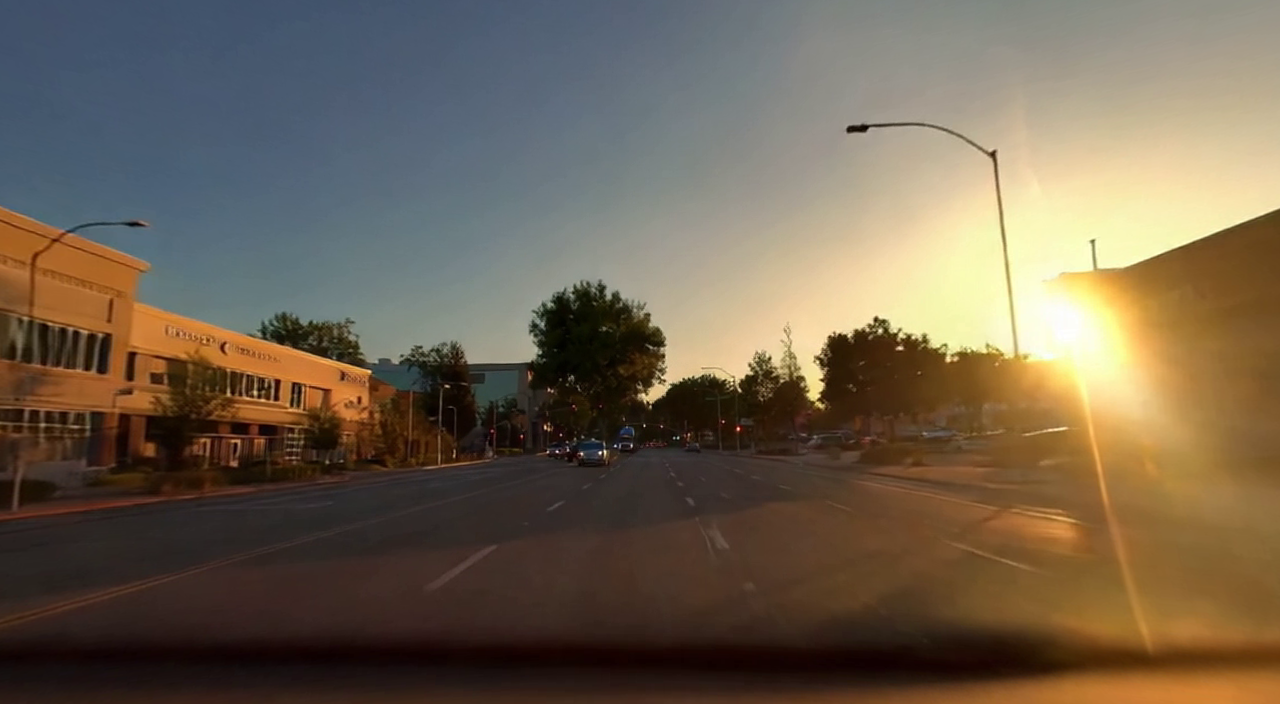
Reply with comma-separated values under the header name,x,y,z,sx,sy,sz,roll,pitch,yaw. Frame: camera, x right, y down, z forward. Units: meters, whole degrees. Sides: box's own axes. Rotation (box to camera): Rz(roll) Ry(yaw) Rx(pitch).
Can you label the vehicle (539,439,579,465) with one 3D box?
name,x,y,z,sx,sy,sz,roll,pitch,yaw
vehicle,-5.730,7.117,45.130,2.179,1.750,4.621,0,-8,0
